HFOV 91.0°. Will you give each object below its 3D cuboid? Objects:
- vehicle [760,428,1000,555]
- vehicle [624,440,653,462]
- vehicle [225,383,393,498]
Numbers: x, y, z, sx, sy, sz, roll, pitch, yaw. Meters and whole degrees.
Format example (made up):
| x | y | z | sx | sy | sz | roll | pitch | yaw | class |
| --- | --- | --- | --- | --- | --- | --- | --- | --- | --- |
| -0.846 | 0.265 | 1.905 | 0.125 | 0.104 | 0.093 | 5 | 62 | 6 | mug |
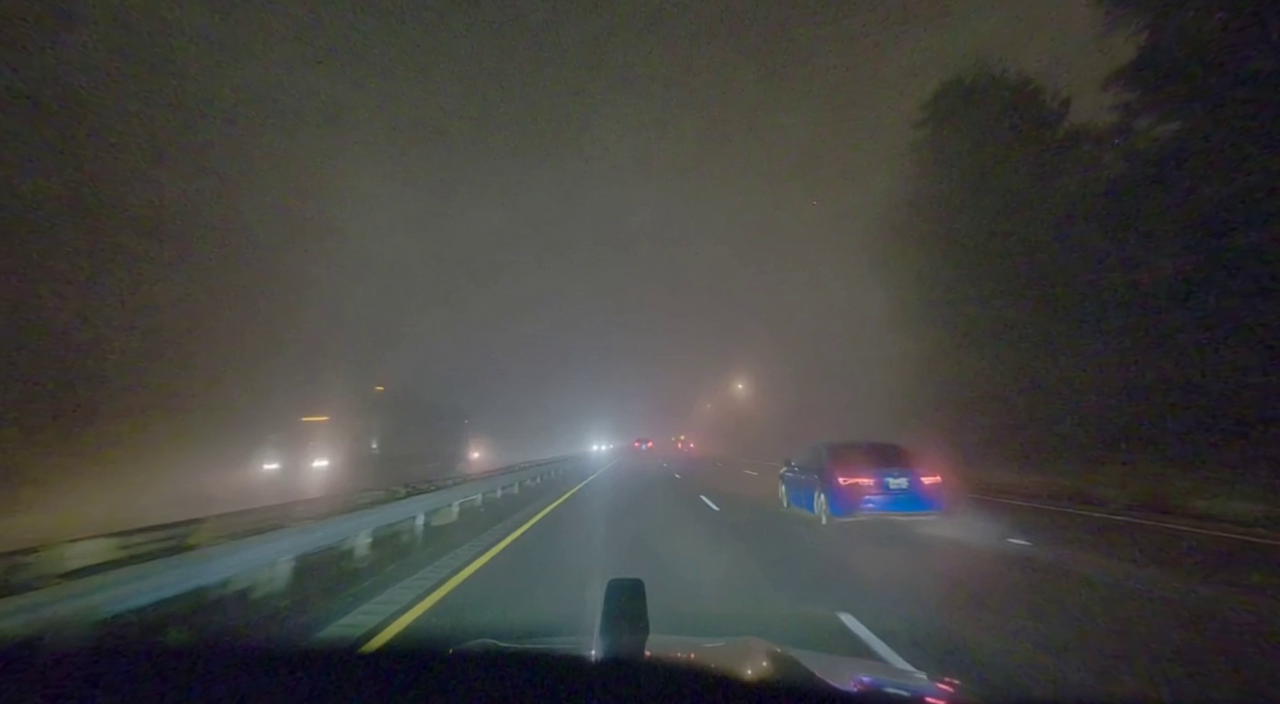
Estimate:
| x | y | z | sx | sy | sz | roll | pitch | yaw | class |
| --- | --- | --- | --- | --- | --- | --- | --- | --- | --- |
| 3.307 | 1.988 | 9.765 | 1.957 | 1.496 | 4.327 | 0 | -8 | -1 | vehicle |
| -0.121 | 7.147 | 45.527 | 2.009 | 1.554 | 4.013 | 0 | -8 | 0 | vehicle |
| -11.766 | 3.233 | 23.159 | 2.826 | 3.642 | 5.952 | 0 | -8 | 0 | vehicle |
